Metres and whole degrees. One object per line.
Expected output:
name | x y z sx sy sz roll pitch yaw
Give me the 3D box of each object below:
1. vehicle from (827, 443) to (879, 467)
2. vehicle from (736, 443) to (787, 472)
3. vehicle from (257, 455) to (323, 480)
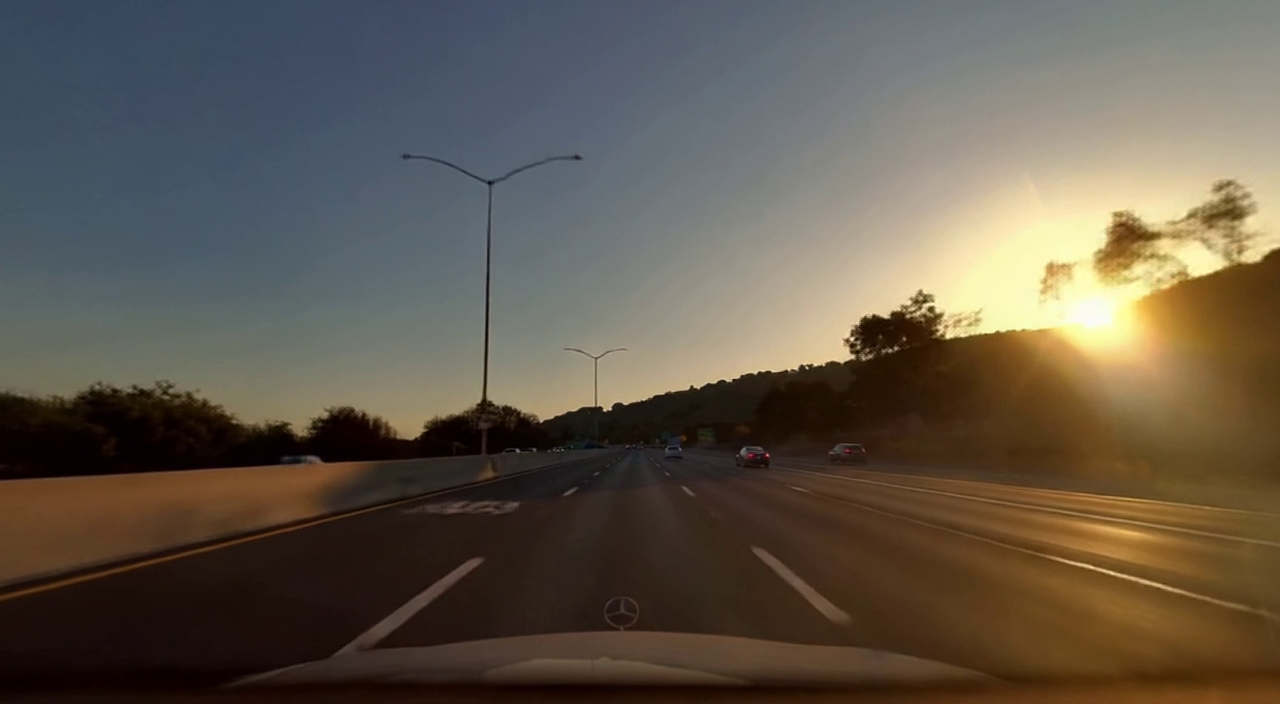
vehicle | 14.675 7.103 43.719 2.025 1.595 4.268 0 -9 -1
vehicle | 6.765 5.912 35.557 2.038 1.528 3.910 0 -9 -1
vehicle | -22.023 7.271 39.963 1.714 1.388 4.329 0 -8 0
